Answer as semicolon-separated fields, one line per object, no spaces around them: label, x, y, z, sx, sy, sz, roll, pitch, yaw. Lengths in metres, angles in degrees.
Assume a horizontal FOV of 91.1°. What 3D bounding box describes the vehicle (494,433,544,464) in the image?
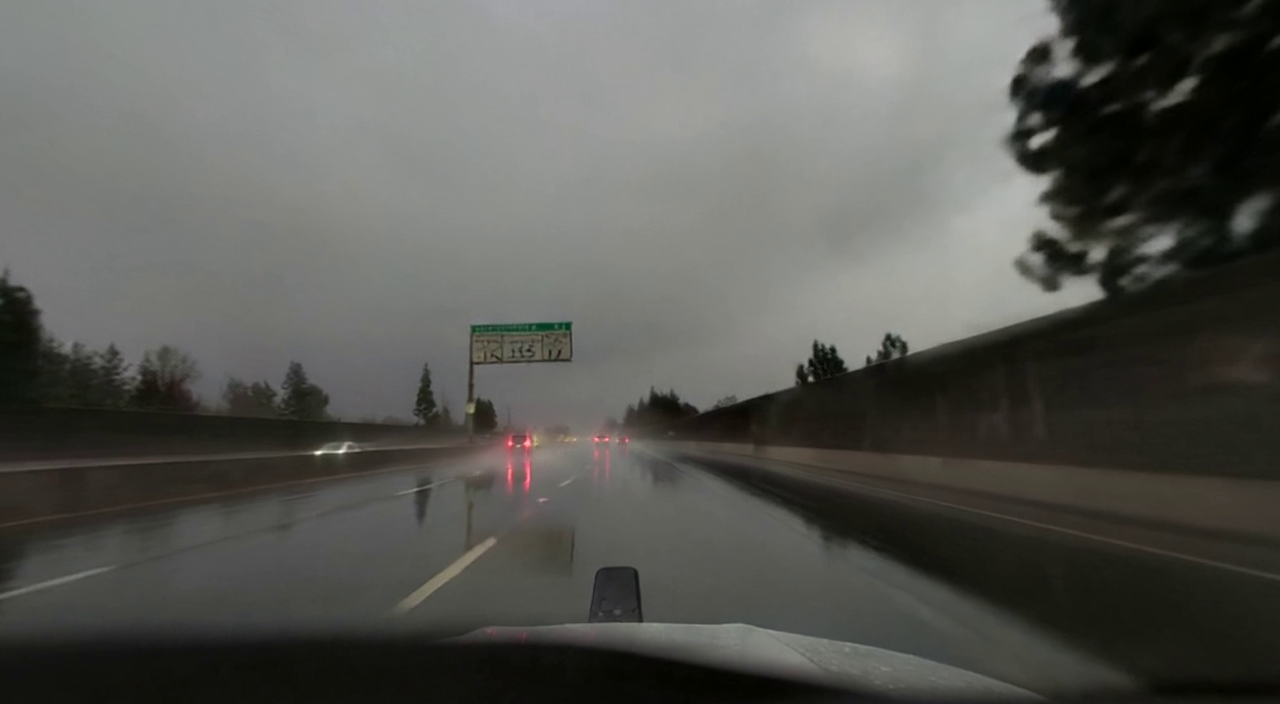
vehicle;-6.372;5.114;33.607;1.988;1.505;4.044;0;-8;-1
